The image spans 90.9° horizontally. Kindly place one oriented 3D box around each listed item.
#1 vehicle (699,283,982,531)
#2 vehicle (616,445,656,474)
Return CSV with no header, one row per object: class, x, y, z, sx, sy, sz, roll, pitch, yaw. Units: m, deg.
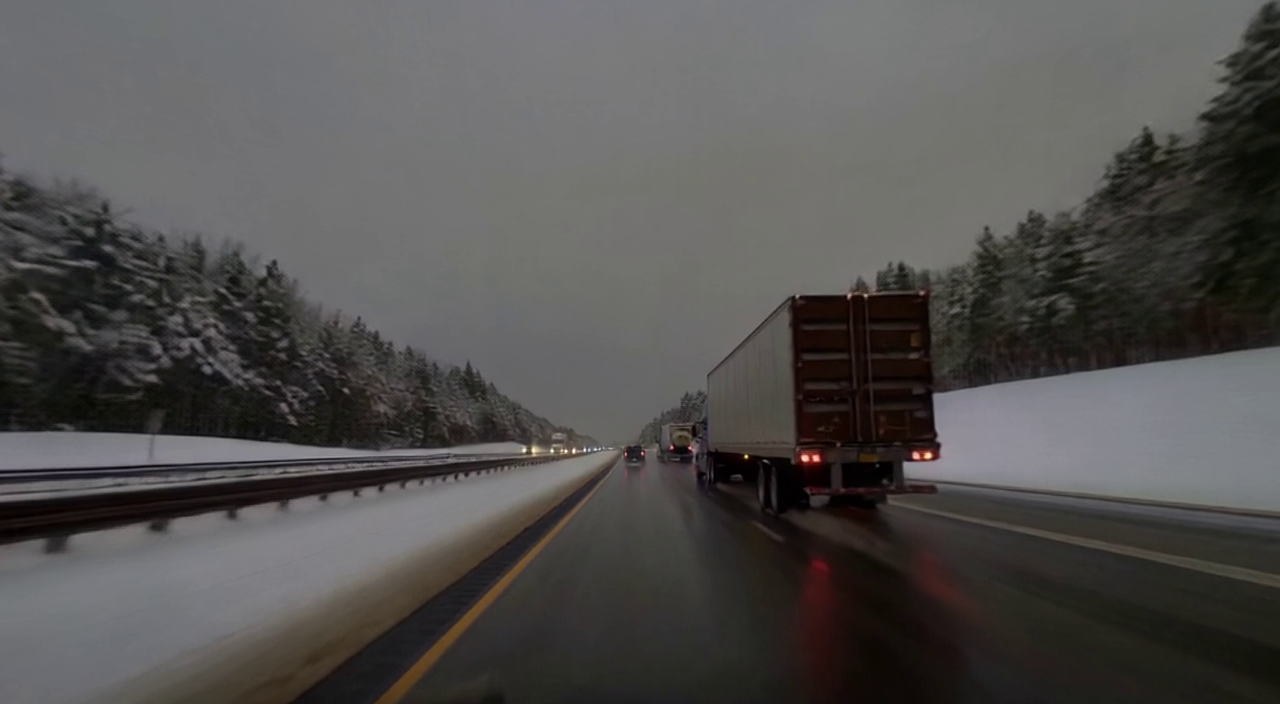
vehicle,3.916,1.973,17.551,2.883,4.057,14.579,0,-9,-1
vehicle,-0.251,5.962,35.138,2.051,1.513,4.511,0,-9,-1
